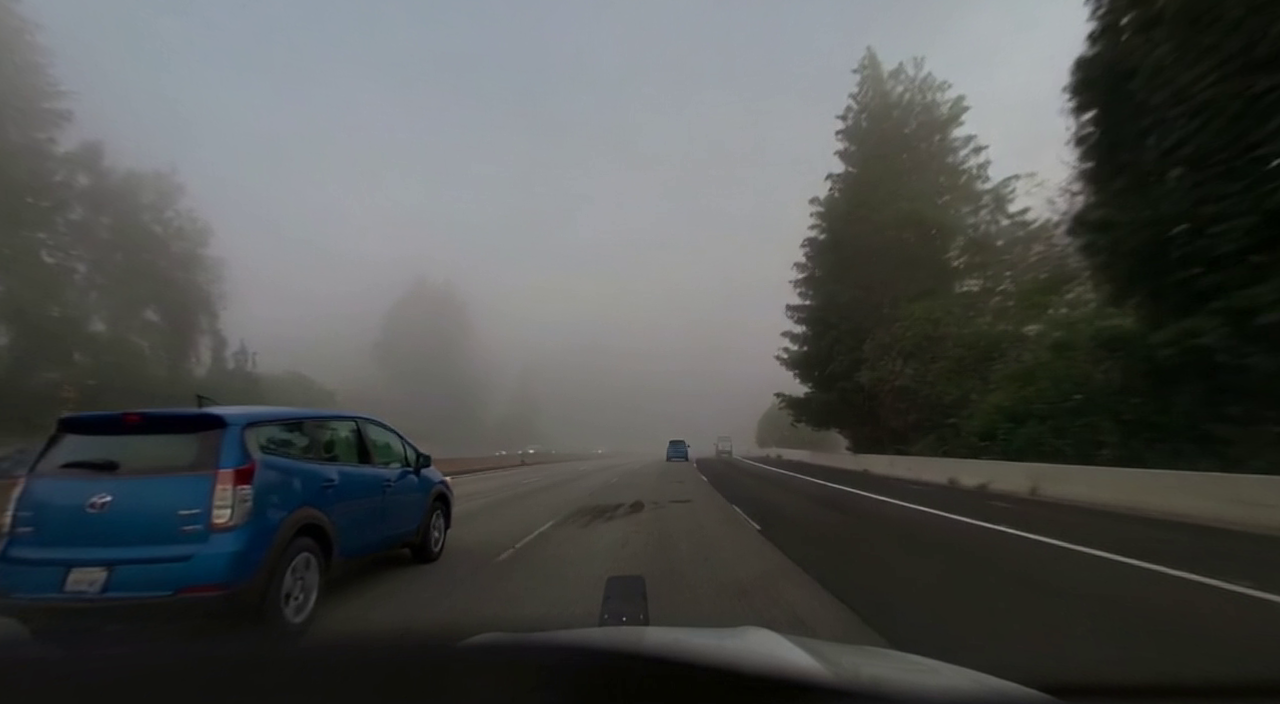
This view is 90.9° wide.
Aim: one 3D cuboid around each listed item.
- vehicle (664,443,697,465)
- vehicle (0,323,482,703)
[{"bbox_3d":[2.861,7.198,44.435,2.158,1.458,3.656,-1,-9,4],"label":"vehicle"},{"bbox_3d":[-3.032,1.142,5.051,2.185,1.823,4.854,0,-9,1],"label":"vehicle"}]
